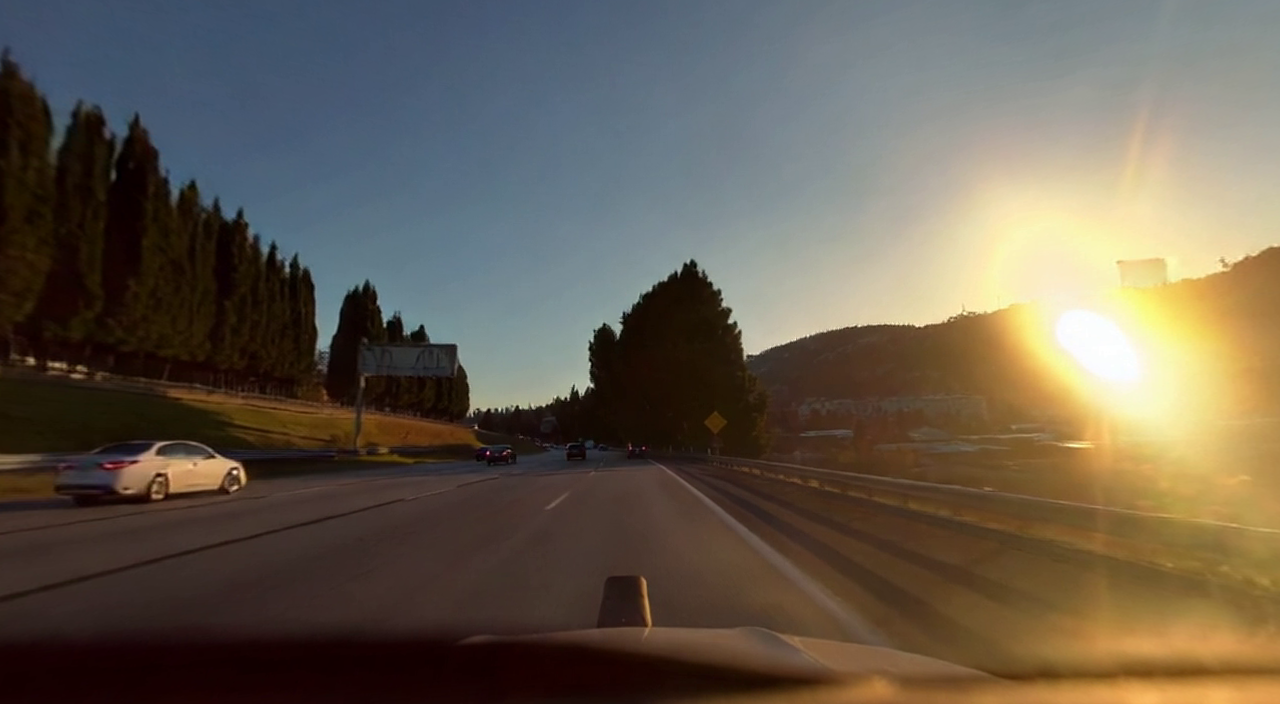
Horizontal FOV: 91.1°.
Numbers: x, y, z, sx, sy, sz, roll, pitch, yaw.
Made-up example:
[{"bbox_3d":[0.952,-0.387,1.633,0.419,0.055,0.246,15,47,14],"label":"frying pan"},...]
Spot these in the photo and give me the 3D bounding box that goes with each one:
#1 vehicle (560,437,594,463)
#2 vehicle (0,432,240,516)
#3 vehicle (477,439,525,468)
[{"bbox_3d":[-4.633,7.243,46.545,2.138,1.833,4.622,0,-9,-1],"label":"vehicle"},{"bbox_3d":[-11.380,2.556,13.722,2.056,1.489,4.852,0,-9,0],"label":"vehicle"},{"bbox_3d":[-8.360,6.144,38.197,2.015,1.651,4.432,0,-9,-1],"label":"vehicle"}]
